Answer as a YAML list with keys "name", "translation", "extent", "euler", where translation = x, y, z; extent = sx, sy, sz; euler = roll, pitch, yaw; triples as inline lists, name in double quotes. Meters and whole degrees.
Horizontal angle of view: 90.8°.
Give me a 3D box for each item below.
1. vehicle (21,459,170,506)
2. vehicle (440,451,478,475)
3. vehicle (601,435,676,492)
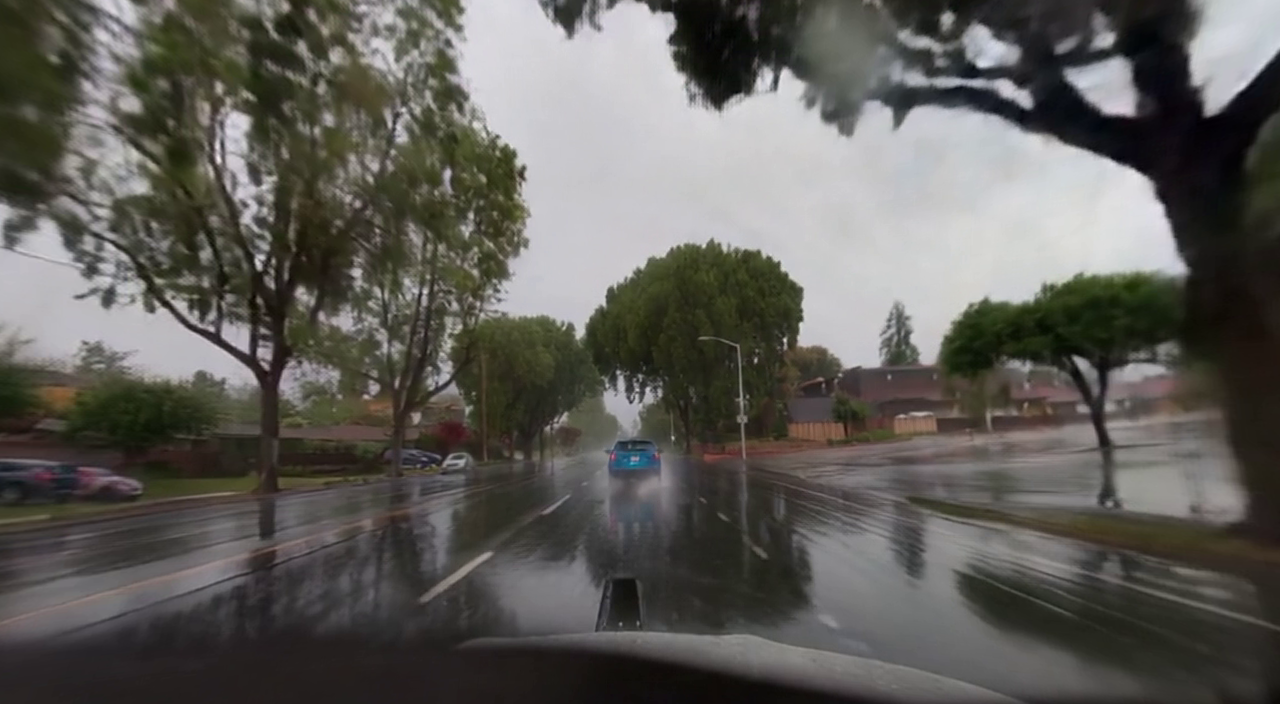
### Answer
- name: "vehicle"
  translation: [-21.881, 5.246, 25.518]
  extent: [4.241, 1.500, 1.956]
  euler: [-4, -8, 0]
- name: "vehicle"
  translation: [-13.962, 8.528, 48.839]
  extent: [1.900, 1.596, 4.142]
  euler: [-4, -8, -3]
- name: "vehicle"
  translation: [-0.070, 3.578, 20.600]
  extent: [2.181, 1.639, 4.127]
  euler: [0, -8, -1]
